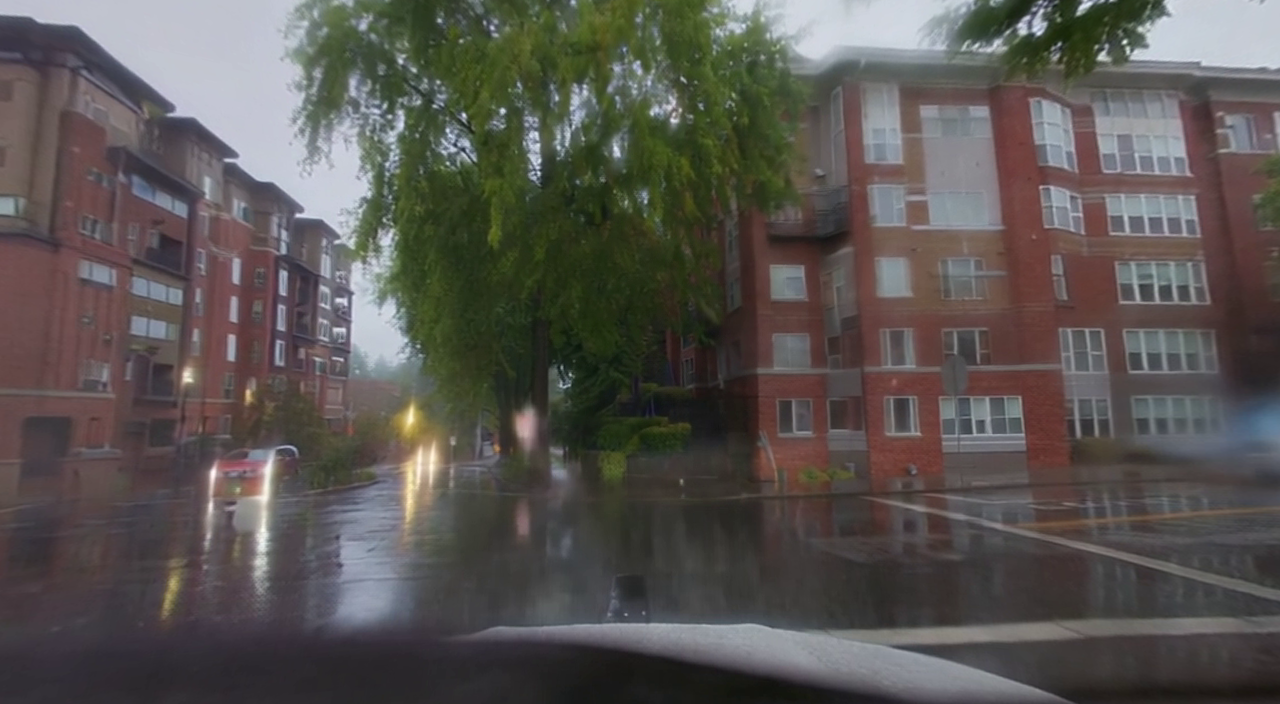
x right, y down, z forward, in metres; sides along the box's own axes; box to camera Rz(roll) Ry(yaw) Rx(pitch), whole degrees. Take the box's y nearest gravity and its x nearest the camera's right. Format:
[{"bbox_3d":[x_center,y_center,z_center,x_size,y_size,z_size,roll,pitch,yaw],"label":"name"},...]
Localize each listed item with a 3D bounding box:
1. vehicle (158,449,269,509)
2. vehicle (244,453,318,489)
[{"bbox_3d":[-12.820,3.759,19.267,2.027,1.475,4.522,1,-8,-24],"label":"vehicle"},{"bbox_3d":[-16.659,5.491,29.480,1.941,1.442,4.384,2,-9,-16],"label":"vehicle"}]
